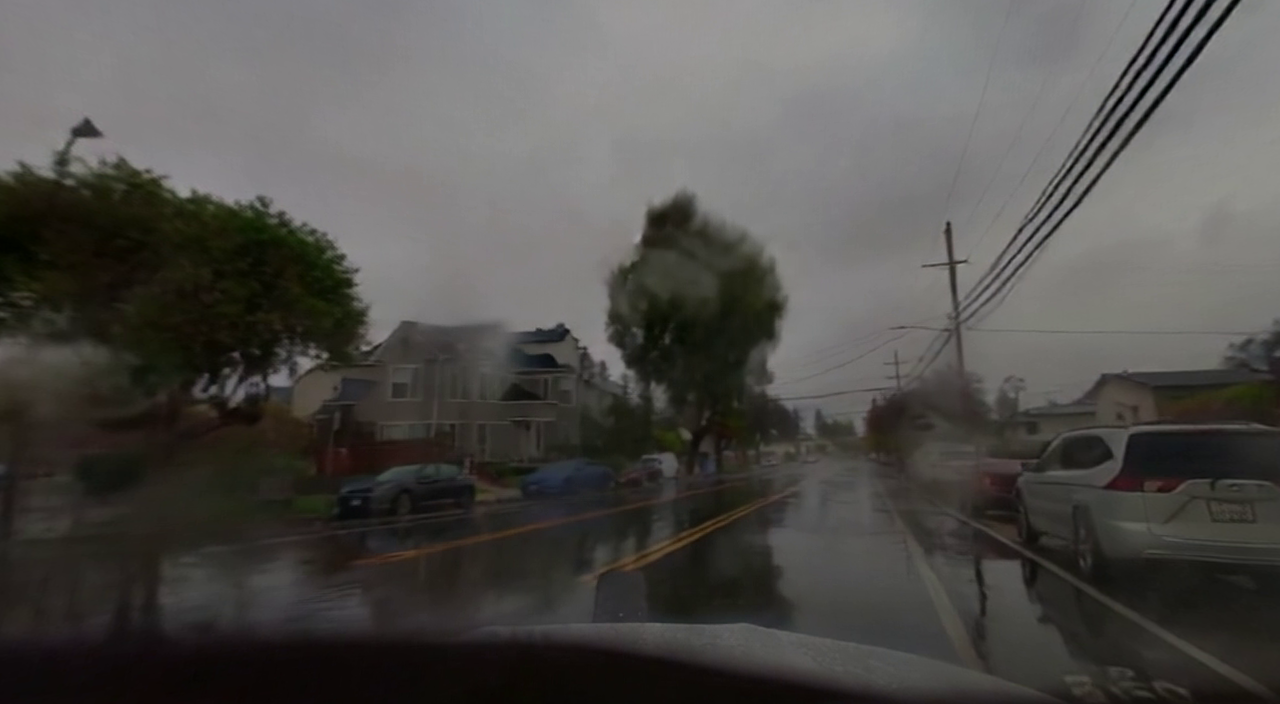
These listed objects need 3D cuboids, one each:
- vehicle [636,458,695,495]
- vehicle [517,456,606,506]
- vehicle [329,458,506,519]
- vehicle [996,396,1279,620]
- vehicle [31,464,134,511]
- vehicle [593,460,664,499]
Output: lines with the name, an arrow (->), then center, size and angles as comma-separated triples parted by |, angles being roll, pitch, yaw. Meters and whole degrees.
vehicle -> 1.733, 7.864, 40.308 | 2.282, 2.060, 5.738 | -3, -9, 18
vehicle -> -3.218, 5.417, 26.989 | 1.937, 1.837, 4.414 | -3, -9, 20
vehicle -> -6.362, 4.014, 18.872 | 2.136, 1.431, 5.197 | -8, -13, 19
vehicle -> 6.382, 1.694, 7.971 | 2.199, 1.885, 5.461 | -3, -9, 19
vehicle -> -23.544, 5.675, 26.887 | 1.989, 1.683, 3.918 | 3, -9, -22
vehicle -> -0.509, 6.914, 34.723 | 2.089, 1.837, 5.499 | -3, -9, 19
